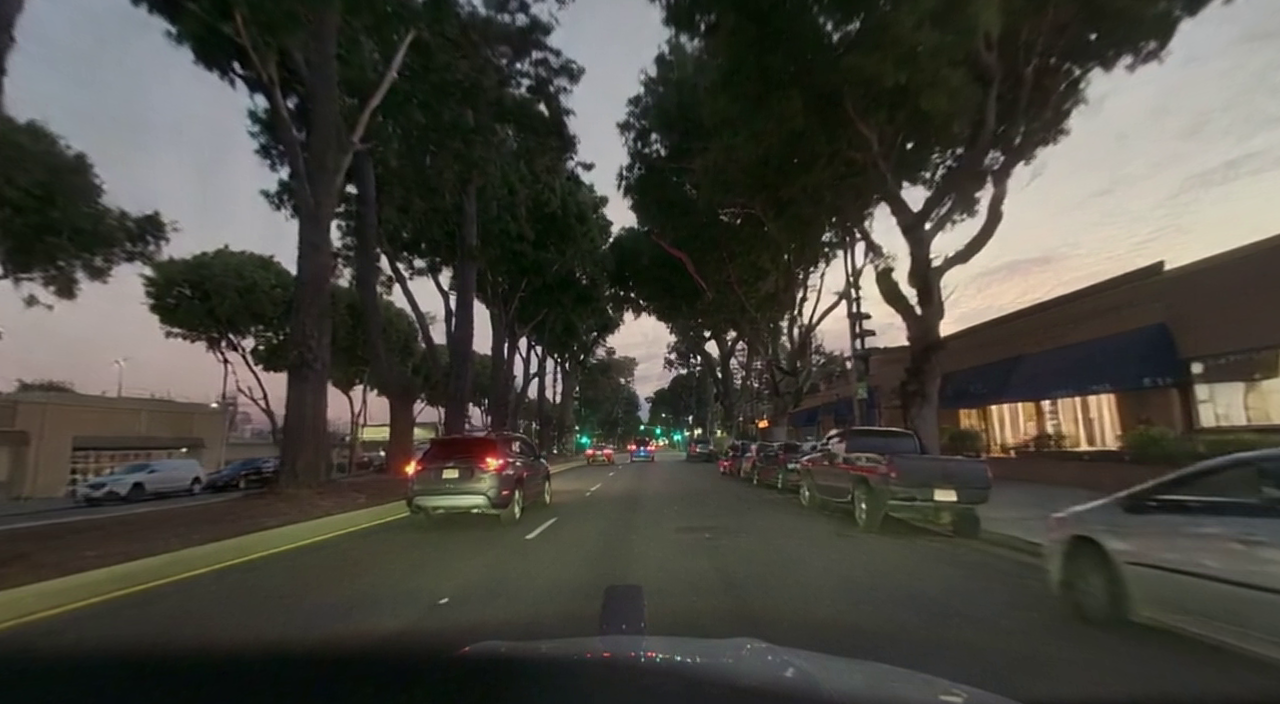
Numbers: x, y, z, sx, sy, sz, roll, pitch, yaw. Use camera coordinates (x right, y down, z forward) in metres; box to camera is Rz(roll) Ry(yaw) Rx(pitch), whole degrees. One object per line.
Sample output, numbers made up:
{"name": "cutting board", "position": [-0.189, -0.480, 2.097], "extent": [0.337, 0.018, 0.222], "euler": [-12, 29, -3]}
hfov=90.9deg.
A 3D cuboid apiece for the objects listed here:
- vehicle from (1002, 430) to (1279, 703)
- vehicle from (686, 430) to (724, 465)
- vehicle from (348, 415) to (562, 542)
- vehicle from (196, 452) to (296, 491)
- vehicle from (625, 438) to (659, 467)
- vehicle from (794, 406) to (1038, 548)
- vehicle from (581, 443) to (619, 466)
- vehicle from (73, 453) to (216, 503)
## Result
{"name": "vehicle", "position": [4.291, 1.156, 3.298], "extent": [1.898, 1.473, 4.709], "euler": [0, -8, -1]}
{"name": "vehicle", "position": [4.684, 7.014, 46.247], "extent": [2.265, 2.367, 5.235], "euler": [0, -9, 0]}
{"name": "vehicle", "position": [-2.811, 2.069, 10.998], "extent": [2.186, 1.708, 4.746], "euler": [0, -8, 1]}
{"name": "vehicle", "position": [-18.815, 5.680, 30.391], "extent": [1.934, 1.673, 4.250], "euler": [0, -8, 2]}
{"name": "vehicle", "position": [0.174, 6.487, 40.972], "extent": [2.075, 1.770, 4.018], "euler": [0, -8, 1]}
{"name": "vehicle", "position": [4.345, 2.056, 11.040], "extent": [2.079, 1.910, 4.855], "euler": [0, -9, 0]}
{"name": "vehicle", "position": [-2.717, 7.019, 43.360], "extent": [2.151, 1.484, 4.468], "euler": [0, -8, 2]}
{"name": "vehicle", "position": [-18.982, 4.797, 24.478], "extent": [1.856, 1.674, 4.475], "euler": [0, -8, 1]}
